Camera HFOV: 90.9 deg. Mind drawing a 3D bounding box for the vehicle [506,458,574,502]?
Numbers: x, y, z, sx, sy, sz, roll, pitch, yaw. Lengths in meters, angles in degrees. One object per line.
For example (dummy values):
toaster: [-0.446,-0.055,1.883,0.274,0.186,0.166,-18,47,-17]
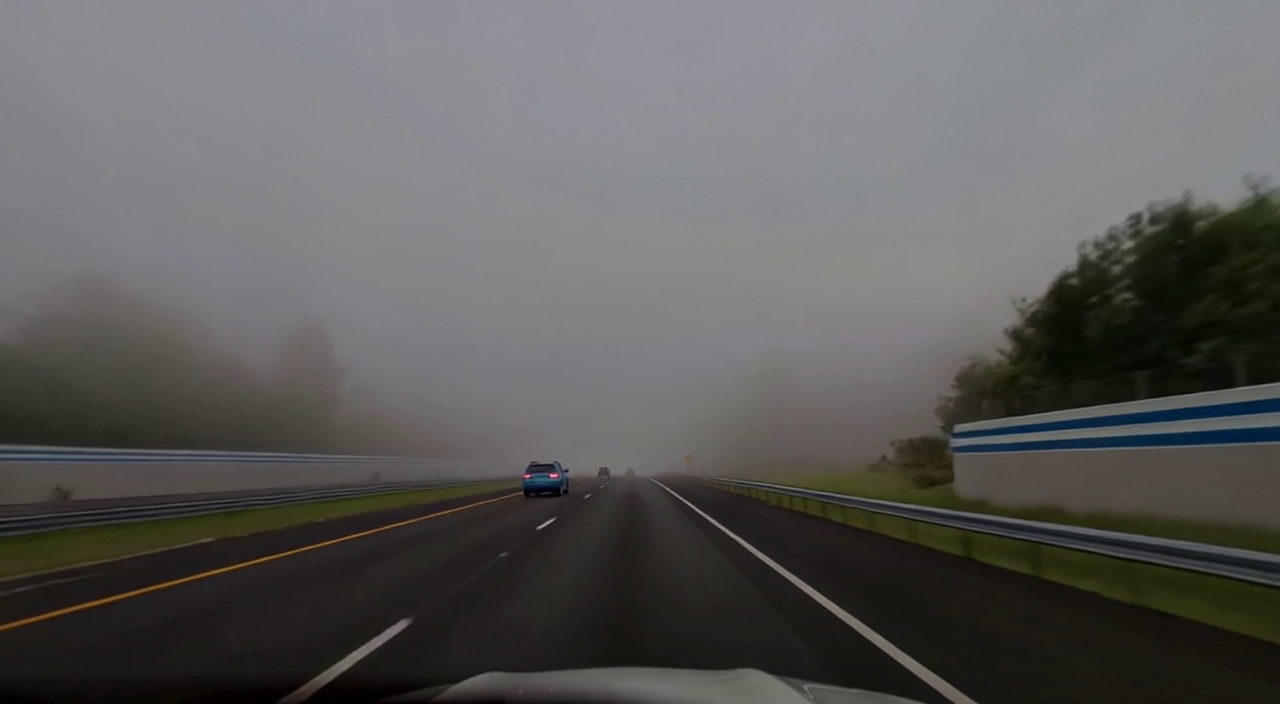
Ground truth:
vehicle: [-3.808,4.976,24.666,1.985,1.515,3.839,1,-10,0]
